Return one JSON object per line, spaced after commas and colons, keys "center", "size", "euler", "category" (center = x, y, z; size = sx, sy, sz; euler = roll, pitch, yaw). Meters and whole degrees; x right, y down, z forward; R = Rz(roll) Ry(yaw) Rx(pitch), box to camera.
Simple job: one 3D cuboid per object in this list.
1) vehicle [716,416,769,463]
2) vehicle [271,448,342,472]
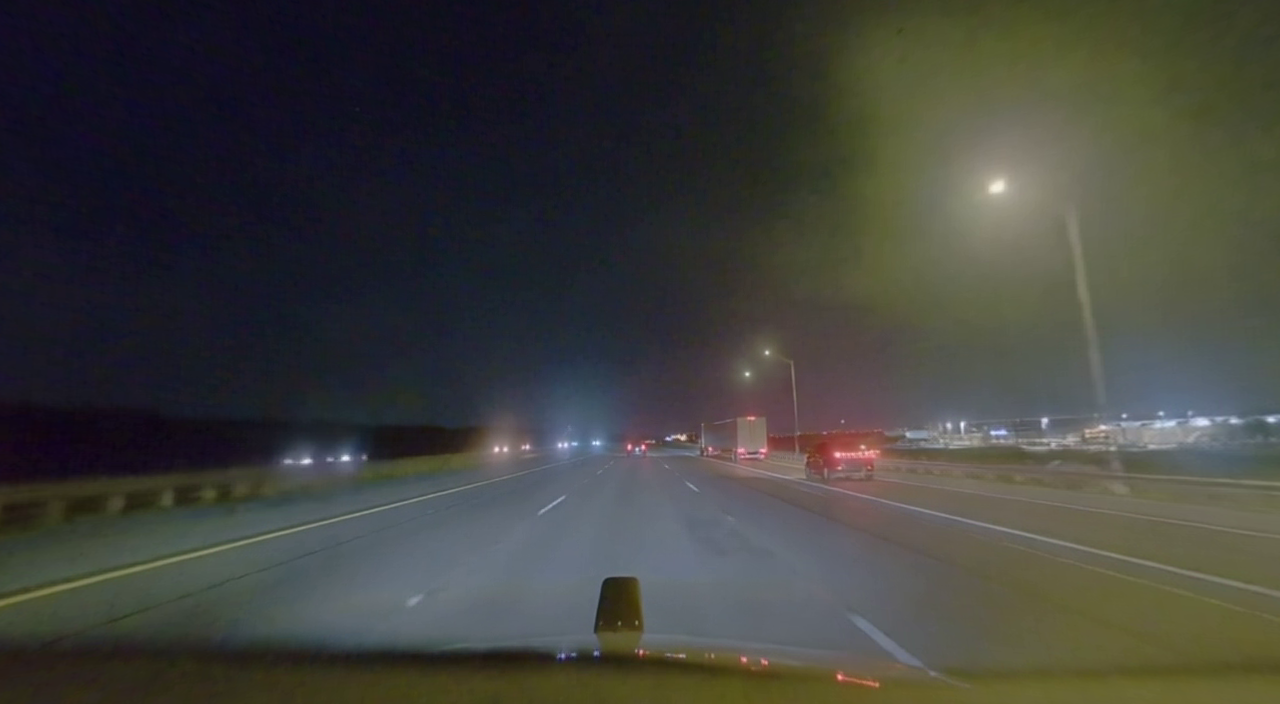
{"center": [7.595, 6.646, 47.729], "size": [2.793, 3.204, 7.997], "euler": [0, -8, 1], "category": "vehicle"}
{"center": [-21.778, 7.043, 41.486], "size": [1.972, 1.477, 4.776], "euler": [0, -8, 1], "category": "vehicle"}
